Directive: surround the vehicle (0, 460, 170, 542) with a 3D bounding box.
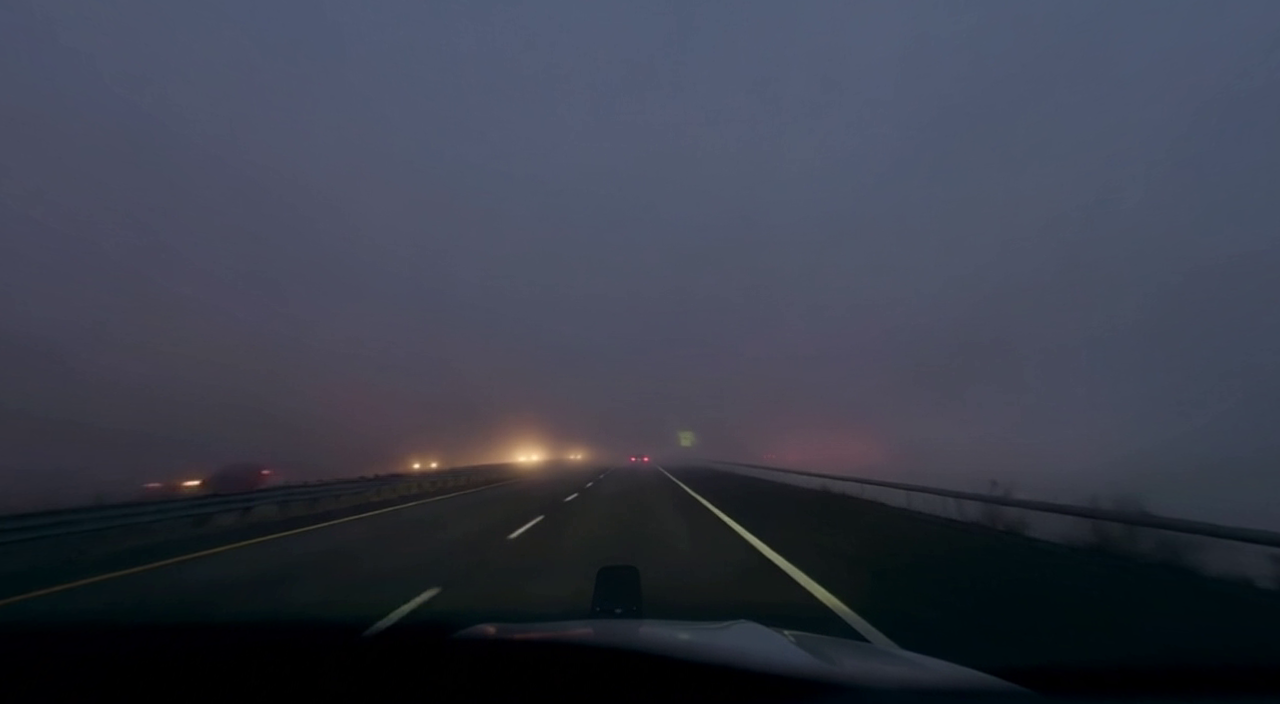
[{"bbox_3d":[-13.105,3.130,13.622,2.075,1.475,4.849,0,-9,0],"label":"vehicle"}]

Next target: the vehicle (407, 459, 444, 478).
[{"bbox_3d":[-16.964,9.199,49.838,1.668,1.418,3.693,0,-9,-1],"label":"vehicle"}]

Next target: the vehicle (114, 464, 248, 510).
[{"bbox_3d":[-16.917,4.977,23.503,1.717,1.424,4.368,0,-9,0],"label":"vehicle"}]
